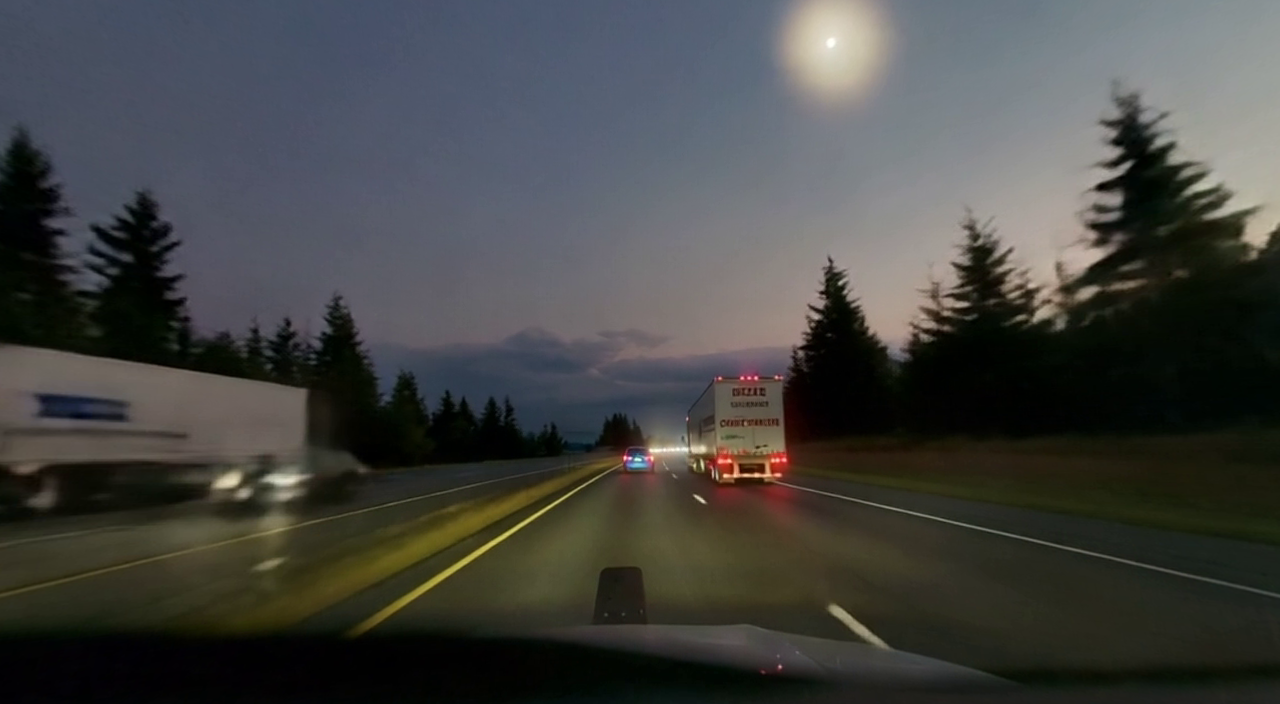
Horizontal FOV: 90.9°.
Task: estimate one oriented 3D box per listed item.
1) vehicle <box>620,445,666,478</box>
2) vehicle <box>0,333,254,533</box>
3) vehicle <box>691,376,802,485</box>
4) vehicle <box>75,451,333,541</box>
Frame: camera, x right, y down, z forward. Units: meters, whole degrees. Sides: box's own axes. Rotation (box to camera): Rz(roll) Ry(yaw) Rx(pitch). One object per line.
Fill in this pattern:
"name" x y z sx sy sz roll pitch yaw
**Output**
"vehicle" 0.139 5.210 30.204 2.074 1.475 3.960 0 -9 0
"vehicle" -13.634 1.851 13.964 3.135 3.736 10.955 0 -9 0
"vehicle" 4.572 4.059 30.905 2.909 4.074 14.457 0 -9 0
"vehicle" -8.599 2.827 13.140 1.975 1.514 4.708 0 -9 0
